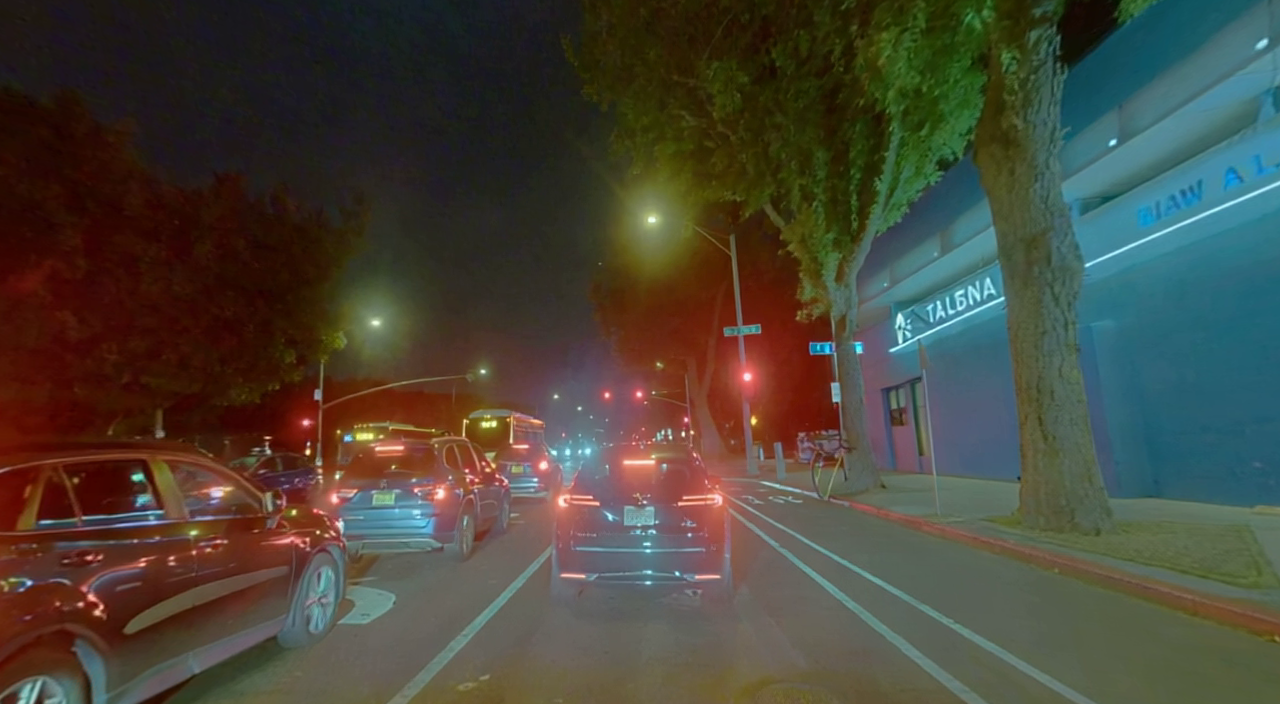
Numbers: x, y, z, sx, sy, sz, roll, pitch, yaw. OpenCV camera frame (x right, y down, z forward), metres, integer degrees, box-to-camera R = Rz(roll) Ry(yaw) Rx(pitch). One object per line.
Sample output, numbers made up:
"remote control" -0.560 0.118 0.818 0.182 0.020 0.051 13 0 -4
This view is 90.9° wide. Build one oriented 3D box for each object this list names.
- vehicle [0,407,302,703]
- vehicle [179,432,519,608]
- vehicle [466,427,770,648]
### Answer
"vehicle" -3.169 0.878 1.748 1.867 1.486 4.452 0 -8 2
"vehicle" -2.918 1.758 7.640 1.944 1.481 4.385 0 -8 1
"vehicle" -0.136 1.526 6.178 2.031 1.461 3.763 0 -8 1
